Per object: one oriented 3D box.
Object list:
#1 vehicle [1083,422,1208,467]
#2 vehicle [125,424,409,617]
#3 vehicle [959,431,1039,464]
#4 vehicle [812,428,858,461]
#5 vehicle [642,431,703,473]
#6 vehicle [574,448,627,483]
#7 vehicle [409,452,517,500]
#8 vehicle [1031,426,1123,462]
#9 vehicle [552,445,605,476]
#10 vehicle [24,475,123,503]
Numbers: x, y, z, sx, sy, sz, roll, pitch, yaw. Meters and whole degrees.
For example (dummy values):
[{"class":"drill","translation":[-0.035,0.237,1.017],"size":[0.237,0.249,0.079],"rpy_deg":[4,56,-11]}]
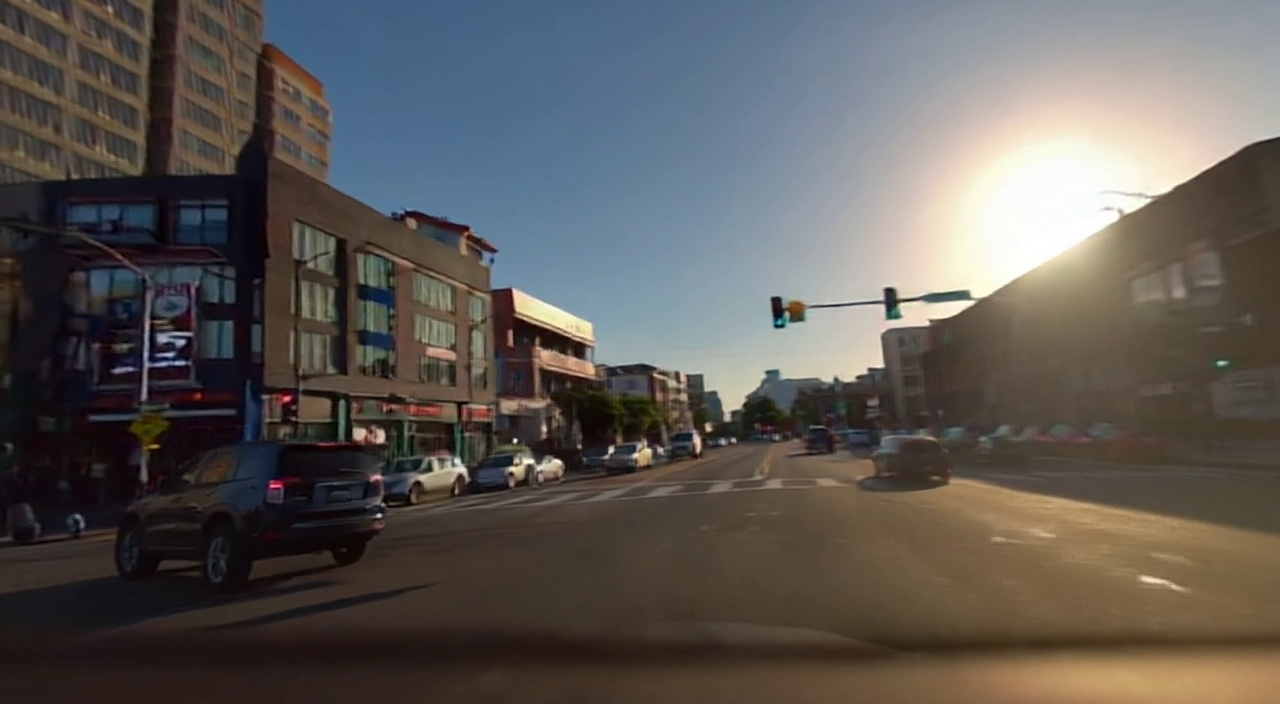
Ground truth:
[{"class":"vehicle","translation":[19.519,3.662,24.636],"size":[1.746,1.446,4.475],"rpy_deg":[-7,-11,10]},{"class":"vehicle","translation":[-5.287,2.028,8.655],"size":[2.157,1.863,4.665],"rpy_deg":[8,-12,-44]},{"class":"vehicle","translation":[16.979,4.582,30.103],"size":[1.863,1.426,4.494],"rpy_deg":[-2,-9,11]},{"class":"vehicle","translation":[12.224,5.844,39.840],"size":[2.115,1.932,5.189],"rpy_deg":[-2,-9,10]},{"class":"vehicle","translation":[1.872,5.363,33.780],"size":[2.428,2.035,5.636],"rpy_deg":[-2,-9,11]},{"class":"vehicle","translation":[-1.964,5.750,32.297],"size":[1.760,1.491,3.722],"rpy_deg":[0,-7,11]},{"class":"vehicle","translation":[-6.931,4.899,25.433],"size":[1.993,1.708,5.219],"rpy_deg":[-2,-9,11]},{"class":"vehicle","translation":[20.455,4.400,29.738],"size":[1.798,1.431,4.429],"rpy_deg":[-7,-11,11]},{"class":"vehicle","translation":[-3.915,7.047,41.155],"size":[2.176,1.835,4.648],"rpy_deg":[-2,-9,11]},{"class":"vehicle","translation":[-34.936,8.445,38.923],"size":[4.671,1.547,1.907],"rpy_deg":[-2,-9,9]}]
